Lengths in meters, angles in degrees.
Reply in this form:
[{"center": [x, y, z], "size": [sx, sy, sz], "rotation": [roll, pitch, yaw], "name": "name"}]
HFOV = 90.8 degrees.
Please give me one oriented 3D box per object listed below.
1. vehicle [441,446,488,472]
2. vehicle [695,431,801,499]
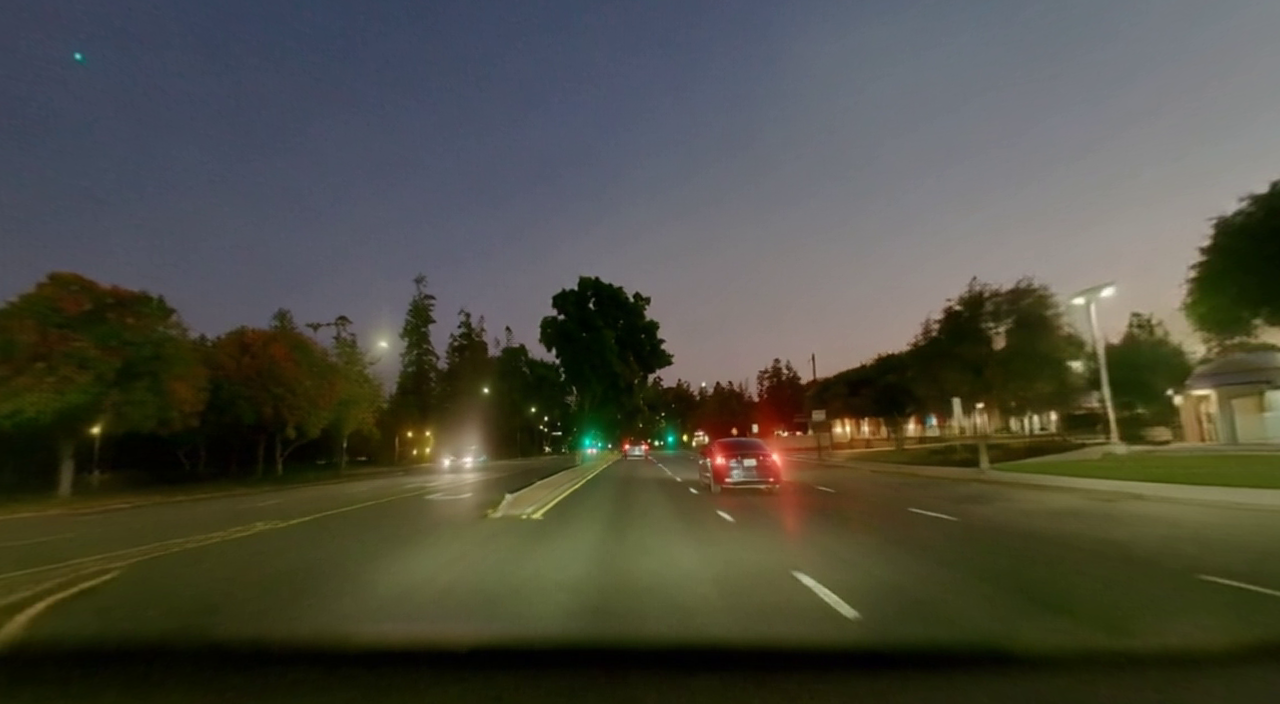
[{"center": [-12.232, 7.469, 44.294], "size": [1.943, 1.672, 4.368], "rotation": [0, -8, 1], "name": "vehicle"}, {"center": [2.836, 3.081, 17.751], "size": [1.995, 1.616, 4.729], "rotation": [0, -8, -2], "name": "vehicle"}]
